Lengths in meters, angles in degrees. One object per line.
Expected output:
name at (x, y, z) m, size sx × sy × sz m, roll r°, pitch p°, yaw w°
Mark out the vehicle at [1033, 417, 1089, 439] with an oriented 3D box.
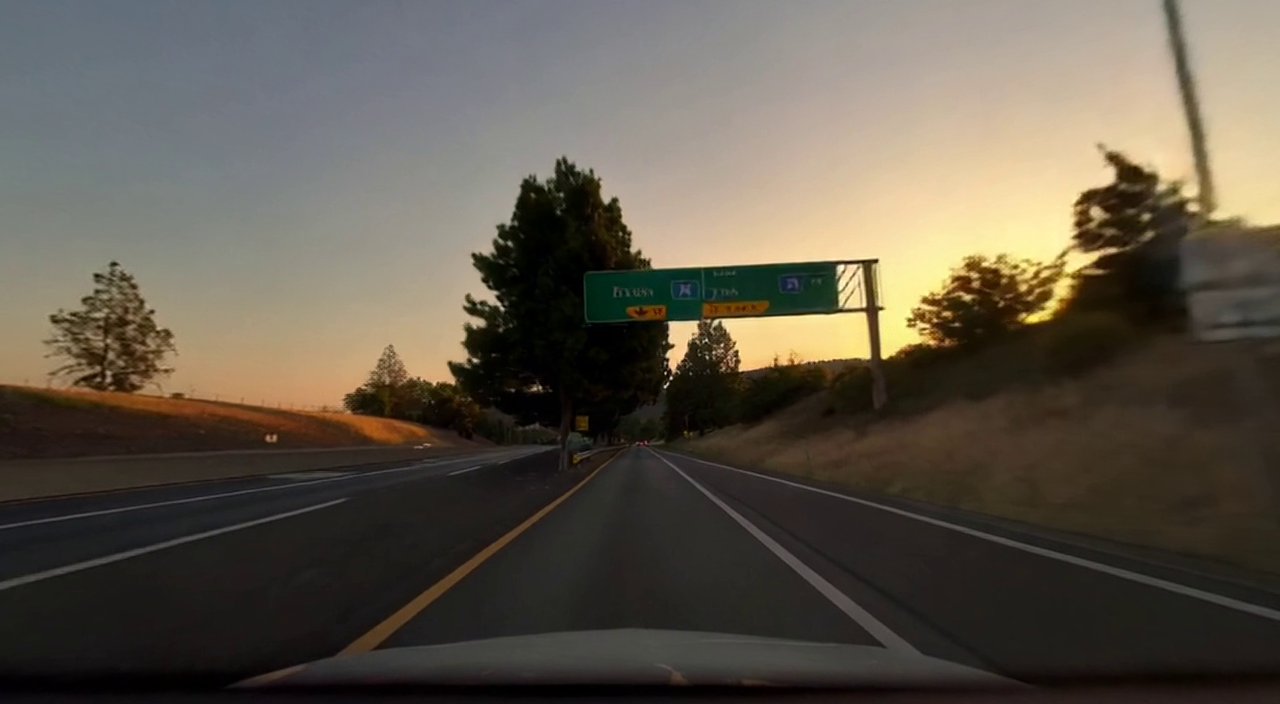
vehicle at (32.120, 5.821, 48.225) m, size 1.853 × 1.521 × 4.259 m, roll -1°, pitch -9°, yaw 8°
